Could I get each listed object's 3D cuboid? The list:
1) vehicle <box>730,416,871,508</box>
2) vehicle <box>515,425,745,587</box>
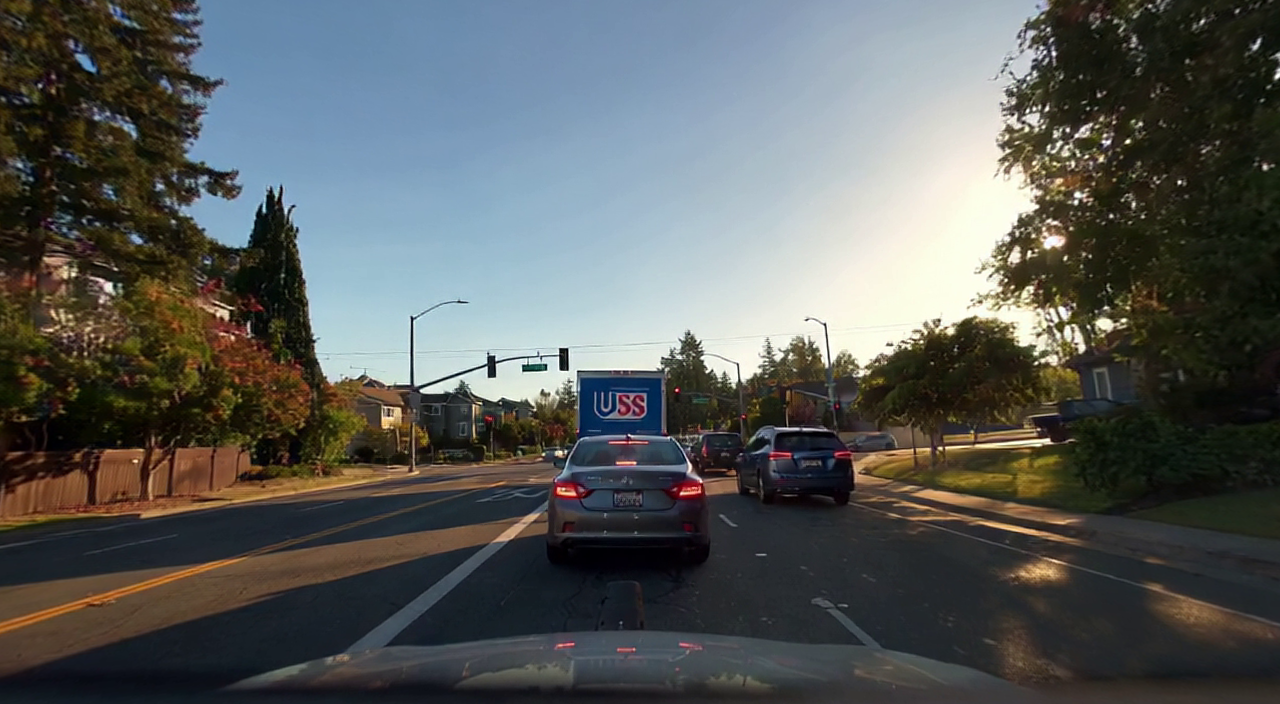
[{"bbox_3d":[3.604,2.585,15.226,2.145,1.847,4.524,0,-8,-1],"label":"vehicle"},{"bbox_3d":[-0.148,1.742,8.033,2.135,1.483,4.207,0,-8,-2],"label":"vehicle"}]
